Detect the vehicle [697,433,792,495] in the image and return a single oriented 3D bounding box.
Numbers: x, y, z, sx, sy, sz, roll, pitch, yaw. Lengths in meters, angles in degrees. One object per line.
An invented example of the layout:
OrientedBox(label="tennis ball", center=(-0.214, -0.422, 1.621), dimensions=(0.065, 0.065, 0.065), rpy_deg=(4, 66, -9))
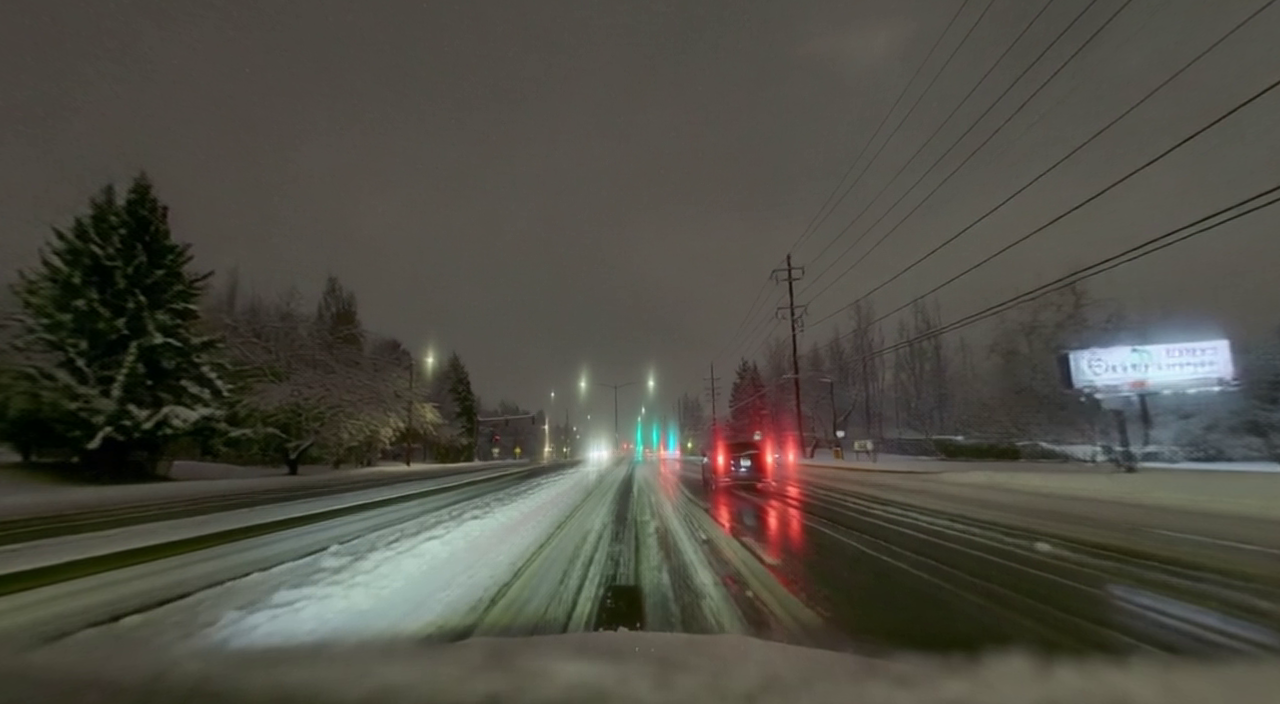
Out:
OrientedBox(label="vehicle", center=(3.028, 3.351, 19.264), dimensions=(2.078, 1.668, 4.078), rpy_deg=(0, -8, -2))
